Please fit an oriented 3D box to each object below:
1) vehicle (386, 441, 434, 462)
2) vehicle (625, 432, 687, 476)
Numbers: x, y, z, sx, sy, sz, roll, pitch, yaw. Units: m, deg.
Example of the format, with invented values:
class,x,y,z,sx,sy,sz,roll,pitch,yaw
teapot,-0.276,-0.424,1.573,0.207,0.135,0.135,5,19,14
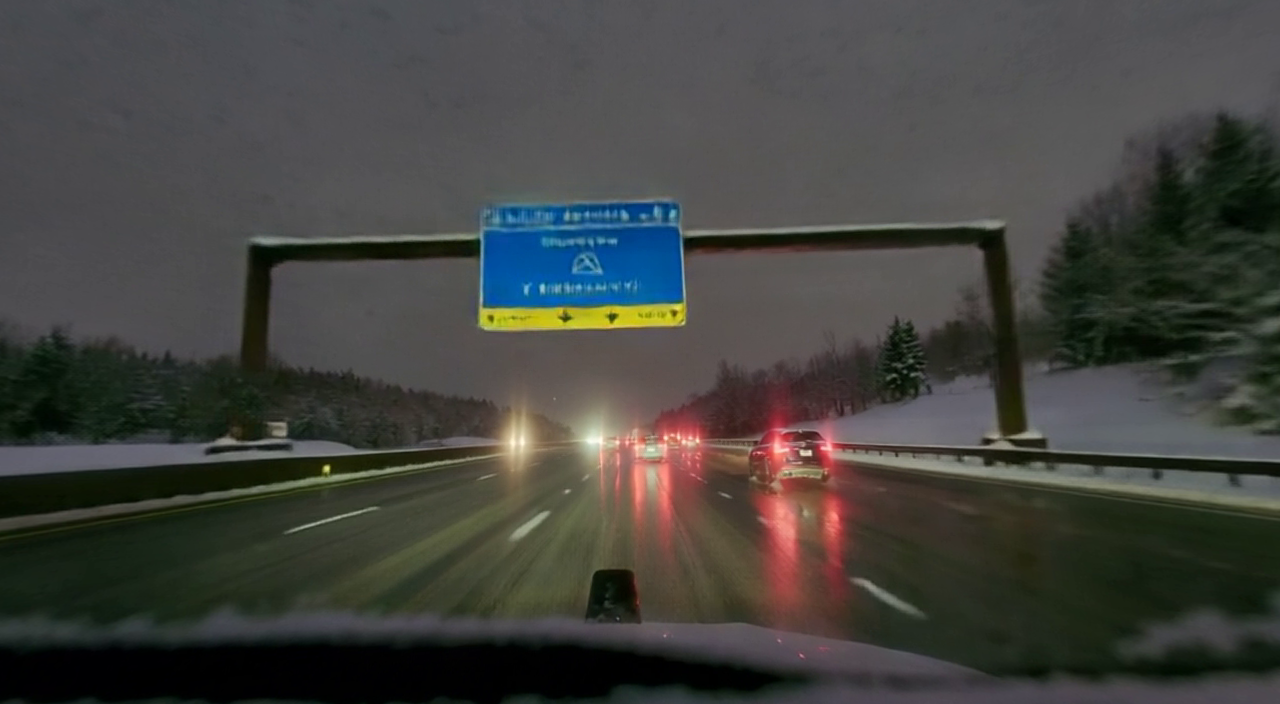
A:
class,x,y,z,sx,sy,sz,roll,pitch,yaw
vehicle,-18.055,7.812,49.498,1.997,1.480,4.709,0,-8,0
vehicle,0.506,3.728,23.281,2.046,1.467,3.844,0,-8,-2
